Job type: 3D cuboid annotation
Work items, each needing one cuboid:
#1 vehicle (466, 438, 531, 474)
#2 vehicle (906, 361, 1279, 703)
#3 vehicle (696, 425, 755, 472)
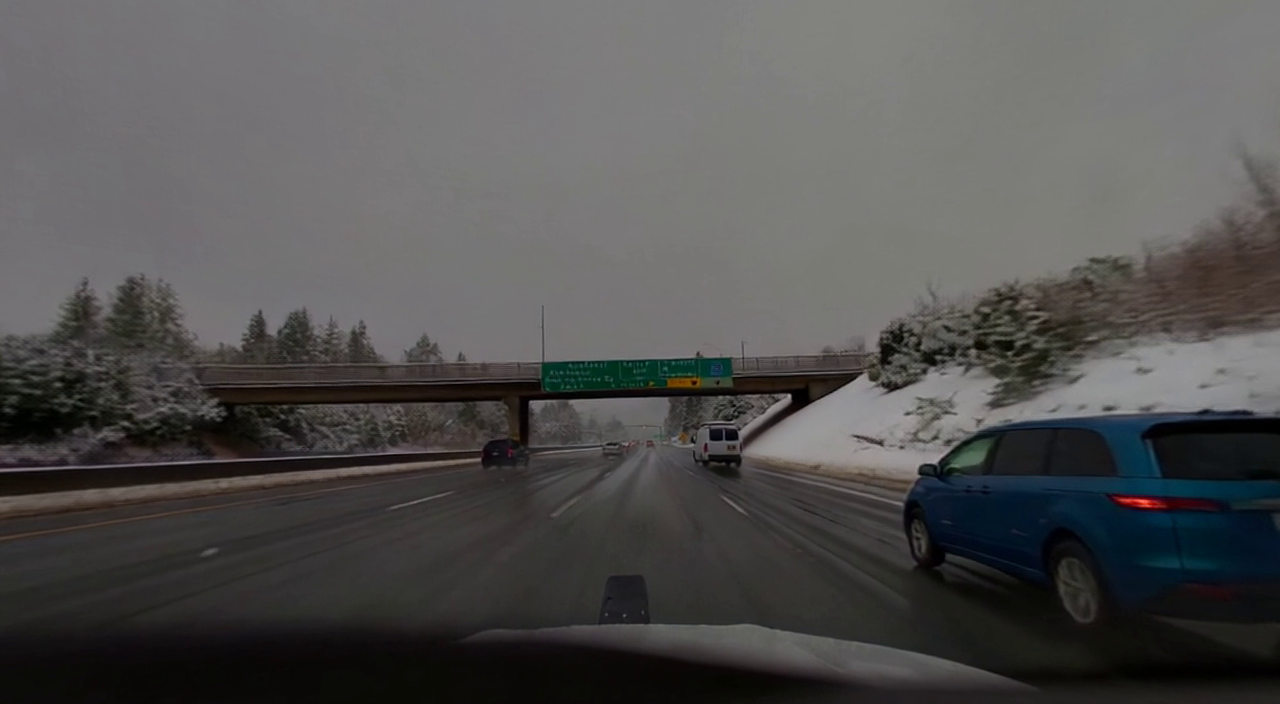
[{"bbox_3d":[-7.060,5.239,31.989,2.068,1.632,4.623,-1,-8,2],"label":"vehicle"},{"bbox_3d":[4.026,1.159,4.730,2.100,1.690,4.536,0,-8,1],"label":"vehicle"},{"bbox_3d":[4.378,5.092,33.320,2.347,2.234,5.352,0,-8,0],"label":"vehicle"}]
